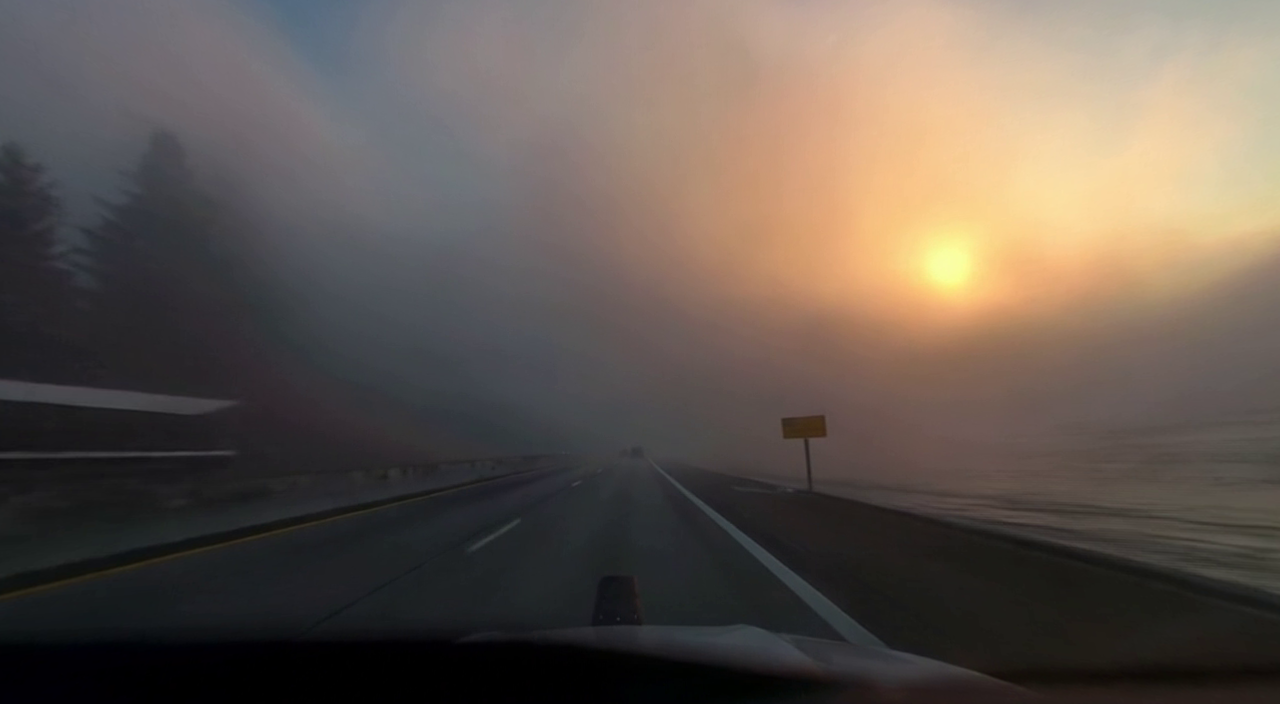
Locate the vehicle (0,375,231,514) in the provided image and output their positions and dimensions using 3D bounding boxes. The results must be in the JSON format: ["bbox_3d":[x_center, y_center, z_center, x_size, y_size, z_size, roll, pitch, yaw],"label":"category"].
[{"bbox_3d":[-19.667,3.218,21.463,2.862,3.895,12.778,0,-9,-1],"label":"vehicle"}]
